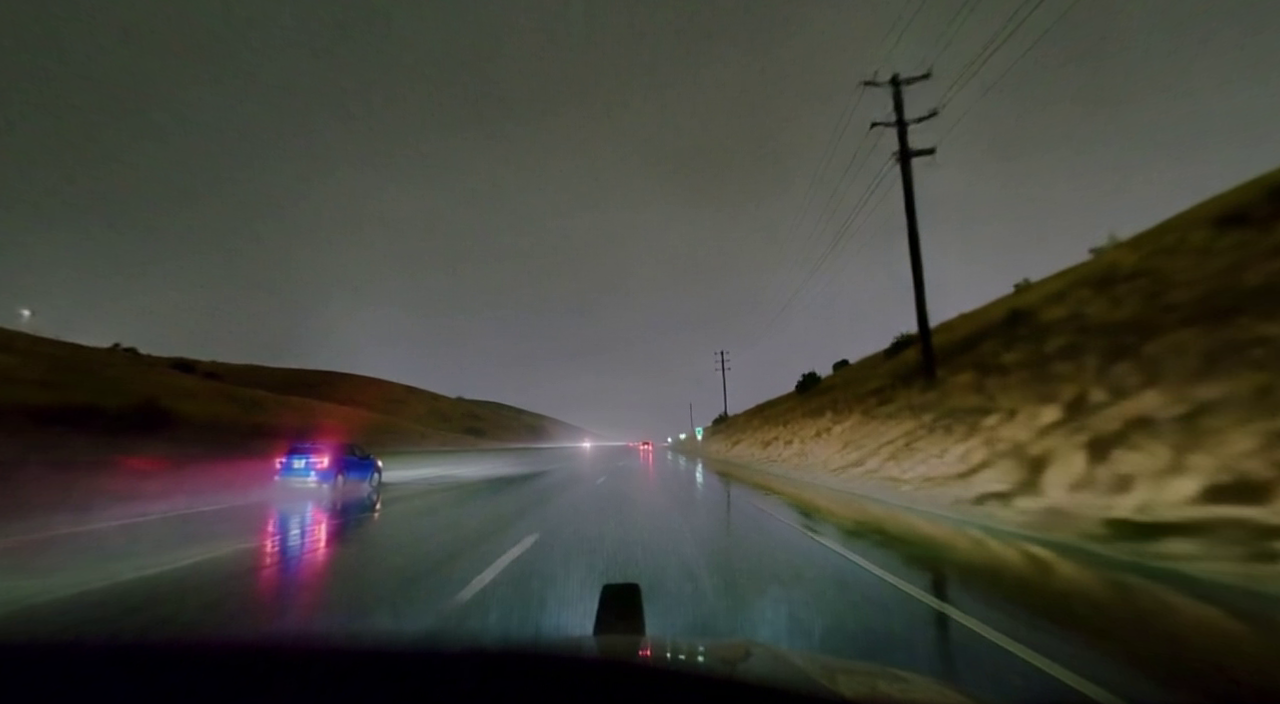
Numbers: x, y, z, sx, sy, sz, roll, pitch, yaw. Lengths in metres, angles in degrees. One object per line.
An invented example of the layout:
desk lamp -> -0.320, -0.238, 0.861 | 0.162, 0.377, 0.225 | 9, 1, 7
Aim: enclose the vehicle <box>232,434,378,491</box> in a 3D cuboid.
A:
vehicle -> -10.455, 3.479, 20.199 | 1.971, 1.558, 4.847 | 0, -9, 0
